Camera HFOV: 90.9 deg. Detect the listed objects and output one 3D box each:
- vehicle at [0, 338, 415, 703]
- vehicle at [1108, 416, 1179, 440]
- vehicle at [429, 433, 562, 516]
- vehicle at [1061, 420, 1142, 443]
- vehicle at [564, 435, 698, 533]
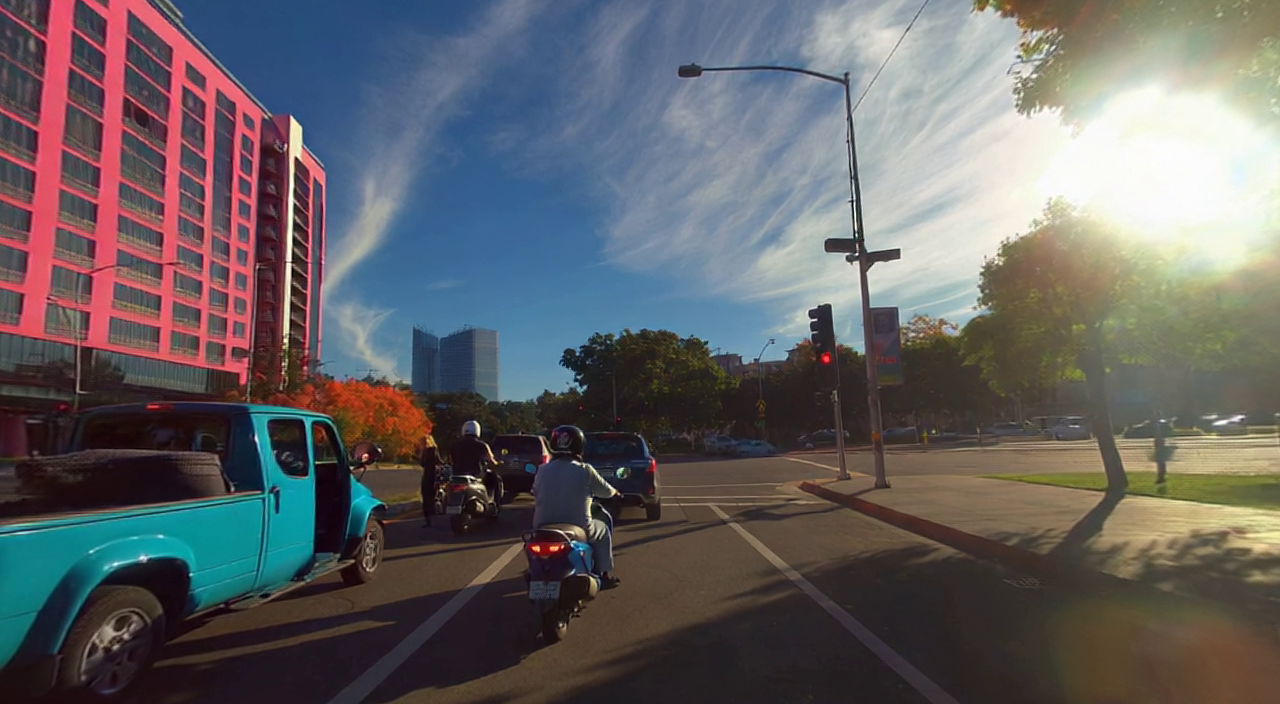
[{"bbox_3d":[-3.585,1.175,4.636,2.000,1.809,4.855,0,-9,1],"label":"vehicle"},{"bbox_3d":[37.016,5.629,46.345,1.716,1.543,3.682,8,-12,-41],"label":"vehicle"},{"bbox_3d":[-3.102,2.715,14.452,1.935,1.615,4.073,-1,-9,2],"label":"vehicle"},{"bbox_3d":[30.817,5.339,42.125,1.751,1.420,4.027,8,-12,-43],"label":"vehicle"},{"bbox_3d":[-0.098,2.303,11.622,2.025,1.458,4.085,-1,-9,1],"label":"vehicle"}]
